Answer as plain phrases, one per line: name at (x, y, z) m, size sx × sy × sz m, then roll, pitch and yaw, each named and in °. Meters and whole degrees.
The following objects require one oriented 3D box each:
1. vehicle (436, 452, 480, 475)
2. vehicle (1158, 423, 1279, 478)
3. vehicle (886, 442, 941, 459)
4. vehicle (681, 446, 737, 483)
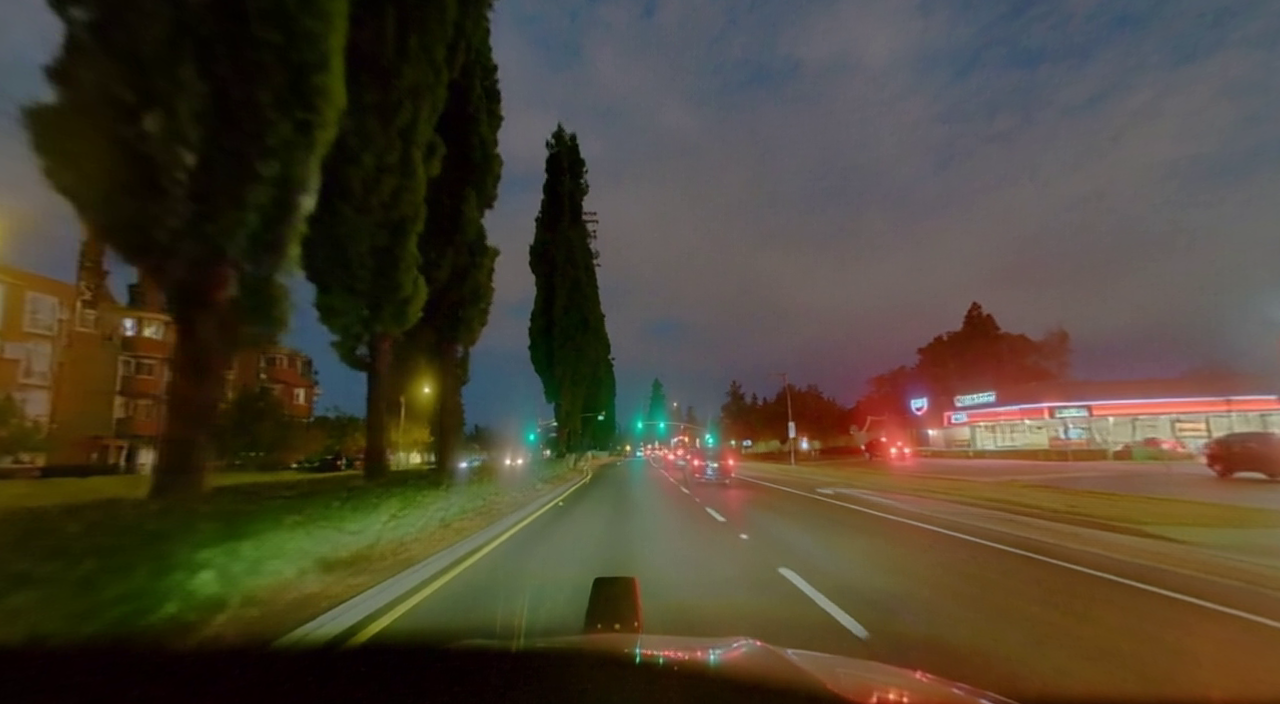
vehicle at (-13.962, 8.577, 48.704) m, size 1.988 × 1.527 × 4.359 m, roll 0°, pitch -7°, yaw 2°
vehicle at (20.646, 3.350, 21.521) m, size 4.210 × 1.727 × 2.227 m, roll 2°, pitch -7°, yaw -8°
vehicle at (19.232, 6.925, 44.503) m, size 3.242 × 1.165 × 1.363 m, roll 1°, pitch -7°, yaw -5°
vehicle at (3.164, 5.223, 29.770) m, size 2.041 × 1.531 × 4.236 m, roll 1°, pitch -8°, yaw -1°
